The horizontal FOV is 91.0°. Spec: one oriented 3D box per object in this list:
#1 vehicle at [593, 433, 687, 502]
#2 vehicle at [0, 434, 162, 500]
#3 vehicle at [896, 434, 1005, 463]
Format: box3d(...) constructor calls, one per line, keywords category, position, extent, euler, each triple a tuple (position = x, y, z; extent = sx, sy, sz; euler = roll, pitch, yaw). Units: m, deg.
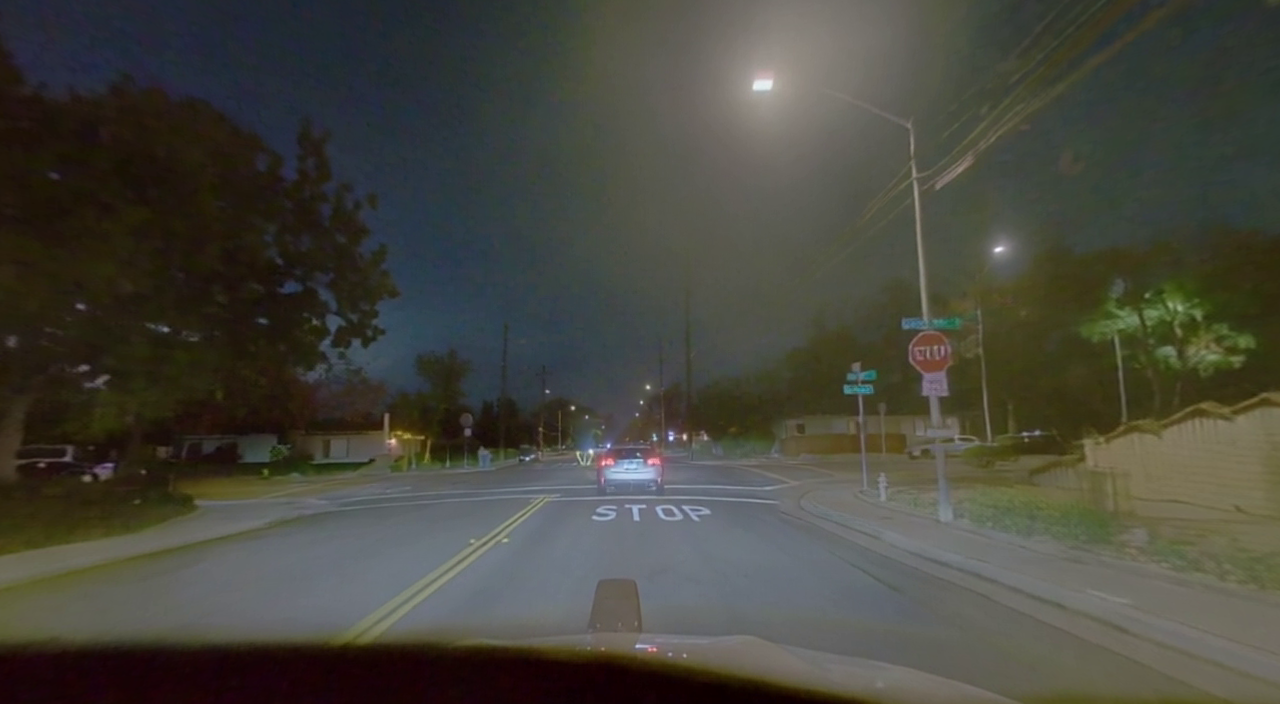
box3d(category="vehicle", position=(-0.077, 2.831, 15.874), extent=(2.043, 1.484, 4.340), euler=(0, -9, -2))
box3d(category="vehicle", position=(-20.910, 4.149, 22.376), extent=(5.796, 1.946, 2.391), euler=(-3, -10, -4))
box3d(category="vehicle", position=(16.555, 5.176, 33.677), extent=(4.748, 1.488, 2.029), euler=(1, -9, -4))
